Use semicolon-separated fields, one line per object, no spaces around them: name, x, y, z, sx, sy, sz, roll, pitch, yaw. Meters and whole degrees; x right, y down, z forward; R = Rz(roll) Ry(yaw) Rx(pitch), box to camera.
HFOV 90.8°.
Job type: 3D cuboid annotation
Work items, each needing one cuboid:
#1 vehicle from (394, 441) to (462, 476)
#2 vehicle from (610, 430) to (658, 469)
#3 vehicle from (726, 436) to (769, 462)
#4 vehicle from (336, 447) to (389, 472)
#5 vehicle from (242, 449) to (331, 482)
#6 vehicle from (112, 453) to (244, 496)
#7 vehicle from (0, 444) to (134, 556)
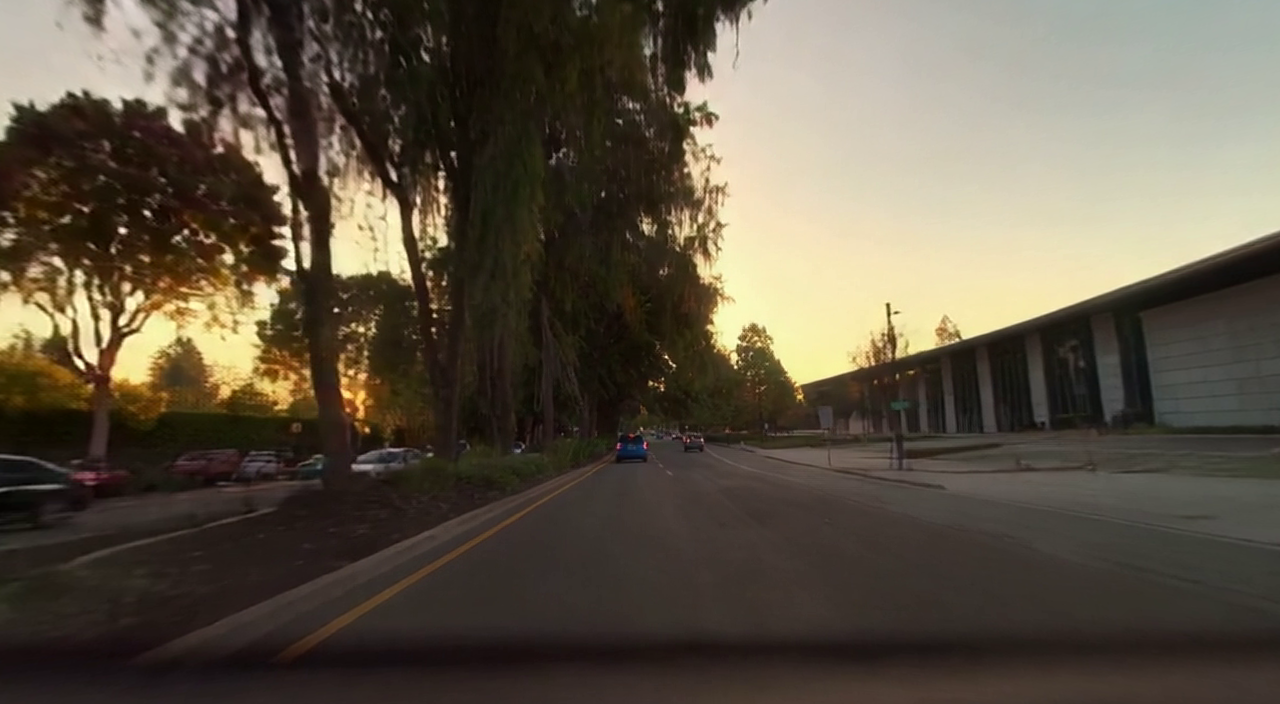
vehicle;-11.063;5.551;33.325;1.994;1.678;4.605;0;-8;-1
vehicle;-0.356;5.302;34.530;2.411;1.937;5.186;0;-8;-1
vehicle;7.798;7.110;46.493;2.364;1.781;4.854;0;-8;1
vehicle;-17.956;6.934;41.055;1.773;1.510;3.608;0;-8;-1
vehicle;-18.090;5.804;32.626;1.876;1.494;4.662;0;-8;0
vehicle;-18.102;4.789;25.082;1.825;1.453;4.481;0;-8;0
vehicle;-9.281;1.937;8.323;1.950;1.438;4.343;1;-8;-6
